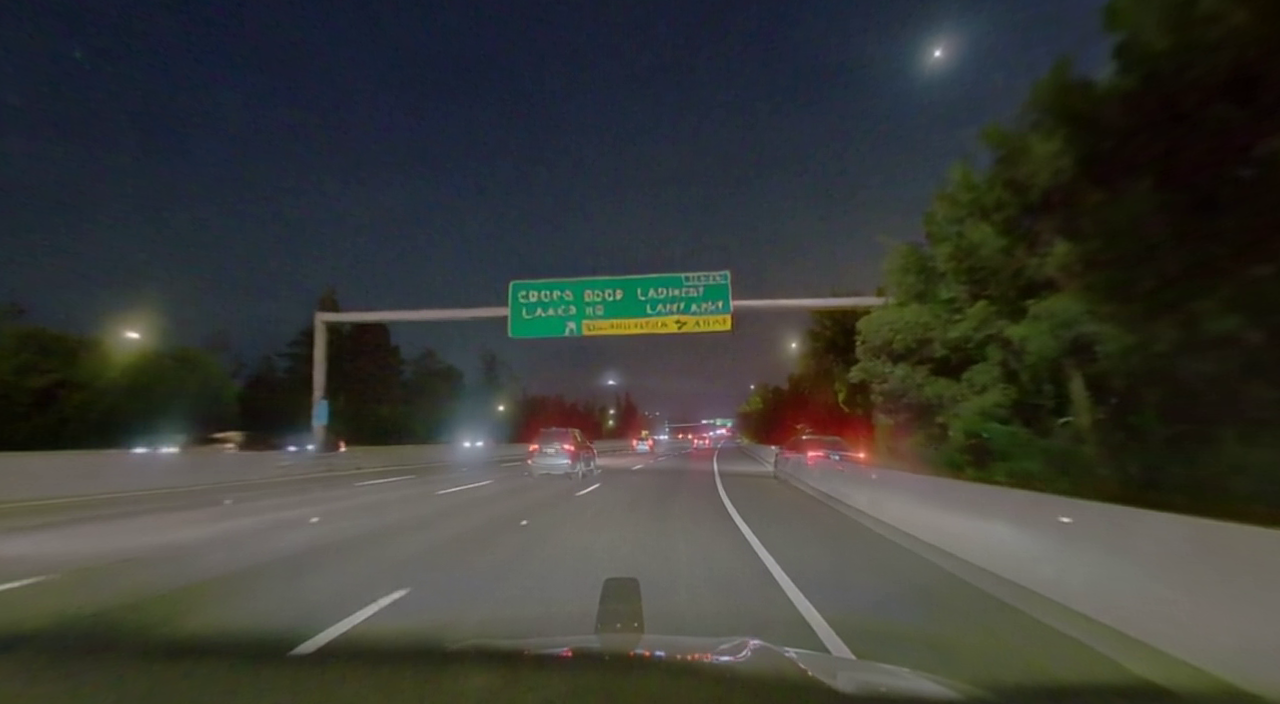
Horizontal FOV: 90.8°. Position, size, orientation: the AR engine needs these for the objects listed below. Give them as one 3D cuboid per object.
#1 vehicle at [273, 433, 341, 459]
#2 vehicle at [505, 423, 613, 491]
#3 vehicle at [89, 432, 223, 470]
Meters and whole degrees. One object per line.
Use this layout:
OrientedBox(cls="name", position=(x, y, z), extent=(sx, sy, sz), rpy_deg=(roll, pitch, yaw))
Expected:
OrientedBox(cls="vehicle", position=(-22.101, 6.264, 42.108), extent=(1.852, 1.614, 4.189), rpy_deg=(0, -8, 7))
OrientedBox(cls="vehicle", position=(-2.107, 2.902, 17.959), extent=(2.082, 1.638, 4.644), rpy_deg=(0, -8, 5))
OrientedBox(cls="vehicle", position=(-20.104, 4.117, 26.537), extent=(1.795, 1.454, 4.467), rpy_deg=(0, -8, 5))
